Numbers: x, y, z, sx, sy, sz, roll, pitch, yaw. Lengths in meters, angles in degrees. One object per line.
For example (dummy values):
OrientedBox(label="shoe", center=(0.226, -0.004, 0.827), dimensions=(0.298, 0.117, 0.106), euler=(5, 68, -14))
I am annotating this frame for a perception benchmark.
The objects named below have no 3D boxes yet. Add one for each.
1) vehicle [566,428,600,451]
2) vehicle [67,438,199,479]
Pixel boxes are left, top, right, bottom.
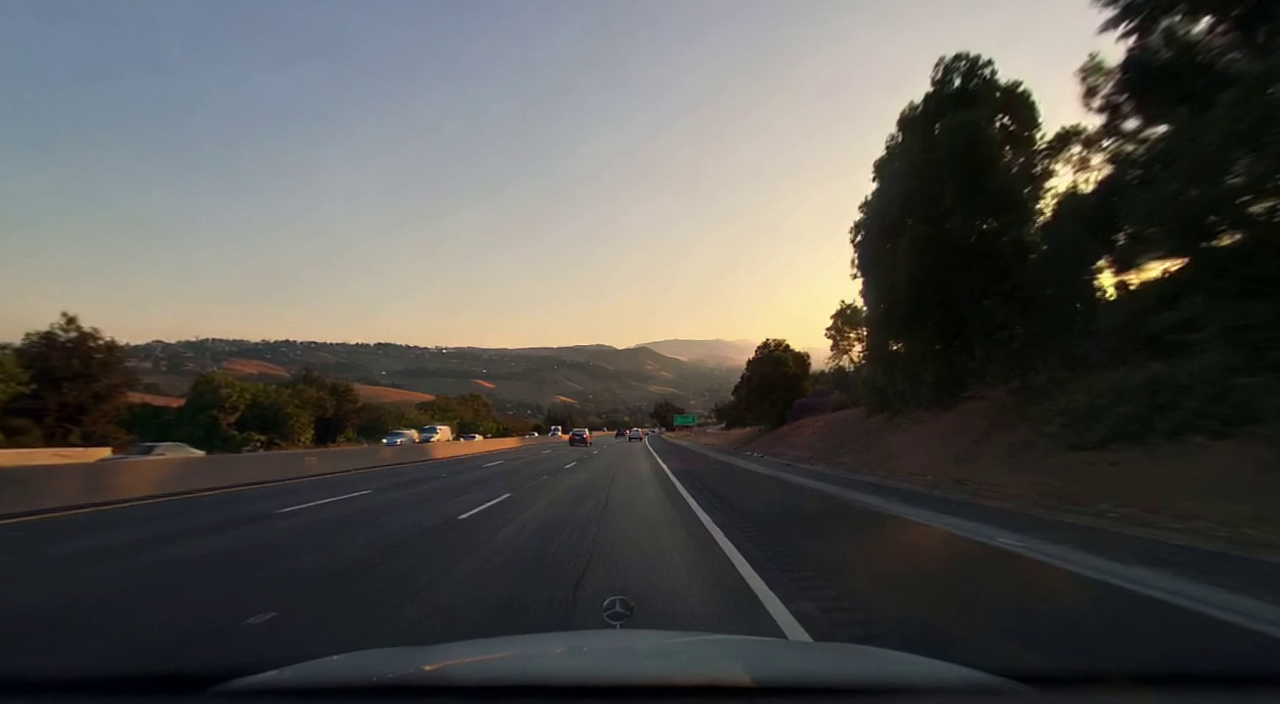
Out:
OrientedBox(label="vehicle", center=(-4.325, 6.663, 48.100), dimensions=(2.152, 1.679, 4.442), euler=(0, -8, 0))
OrientedBox(label="vehicle", center=(-20.159, 4.219, 25.245), dimensions=(1.805, 1.474, 4.175), euler=(0, -8, 0))
